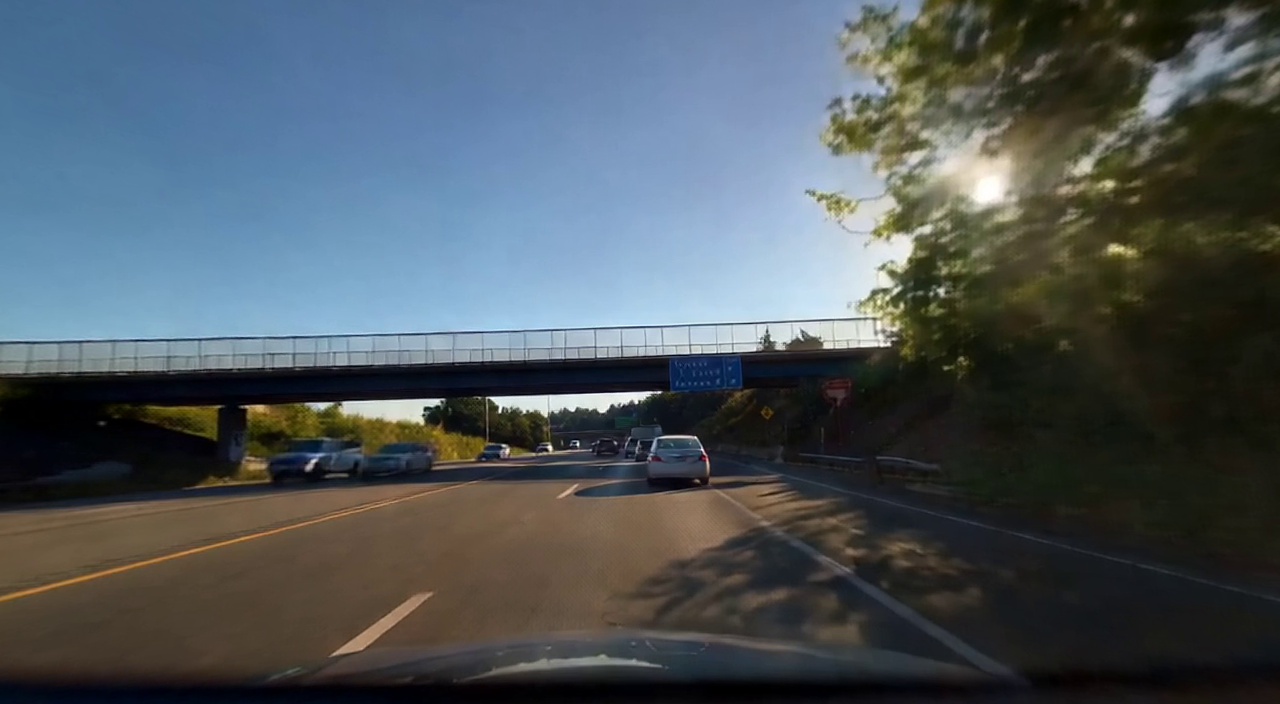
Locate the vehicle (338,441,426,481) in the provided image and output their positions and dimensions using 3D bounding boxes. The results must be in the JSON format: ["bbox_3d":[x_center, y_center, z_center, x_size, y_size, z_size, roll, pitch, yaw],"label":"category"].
[{"bbox_3d":[-11.363,4.781,28.105,2.044,1.502,4.700,-3,-8,-1],"label":"vehicle"}]

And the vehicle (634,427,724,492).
[{"bbox_3d":[0.991,3.058,18.264,2.092,1.636,4.024,0,-8,-4],"label":"vehicle"}]

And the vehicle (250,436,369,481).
[{"bbox_3d":[-15.208,4.905,29.472,2.454,1.868,5.753,-1,-8,0],"label":"vehicle"}]
